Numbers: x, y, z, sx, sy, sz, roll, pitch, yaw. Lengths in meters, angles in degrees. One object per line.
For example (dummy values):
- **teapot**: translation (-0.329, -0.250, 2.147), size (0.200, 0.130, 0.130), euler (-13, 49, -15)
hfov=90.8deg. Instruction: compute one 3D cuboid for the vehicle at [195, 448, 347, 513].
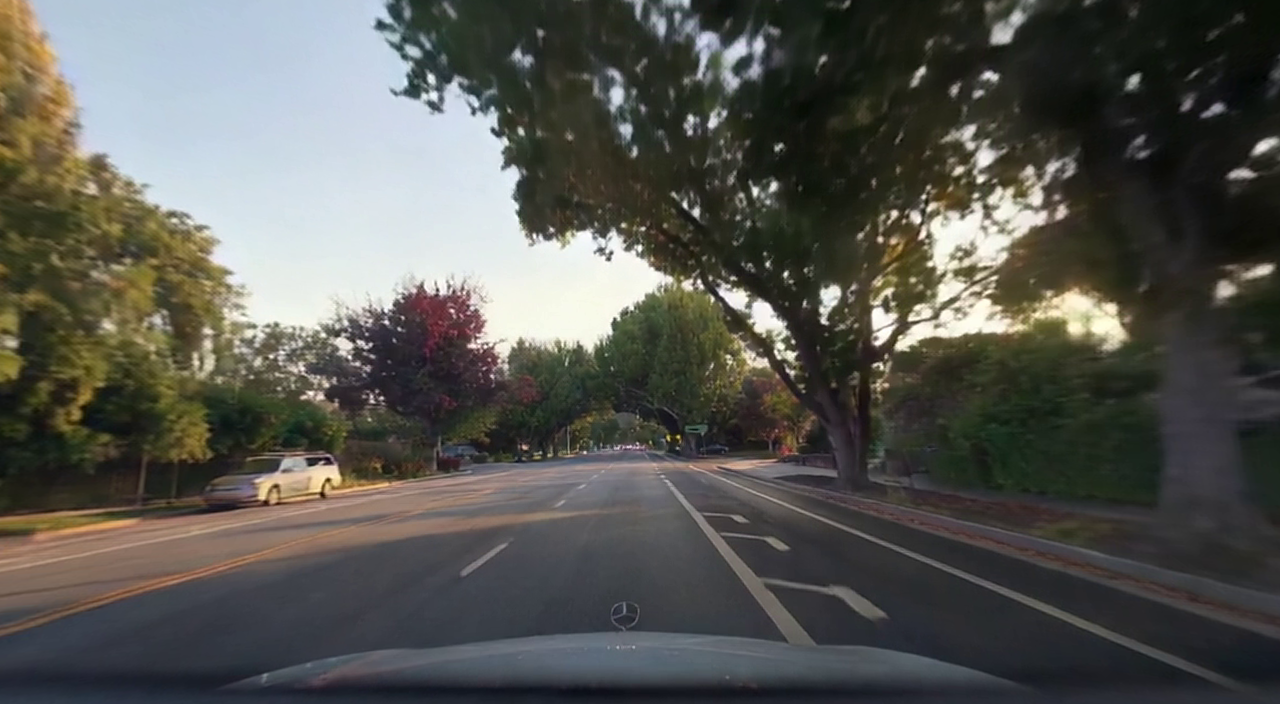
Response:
- **vehicle**: translation (-11.544, 4.026, 20.226), size (2.047, 1.710, 4.473), euler (-3, -9, 2)
